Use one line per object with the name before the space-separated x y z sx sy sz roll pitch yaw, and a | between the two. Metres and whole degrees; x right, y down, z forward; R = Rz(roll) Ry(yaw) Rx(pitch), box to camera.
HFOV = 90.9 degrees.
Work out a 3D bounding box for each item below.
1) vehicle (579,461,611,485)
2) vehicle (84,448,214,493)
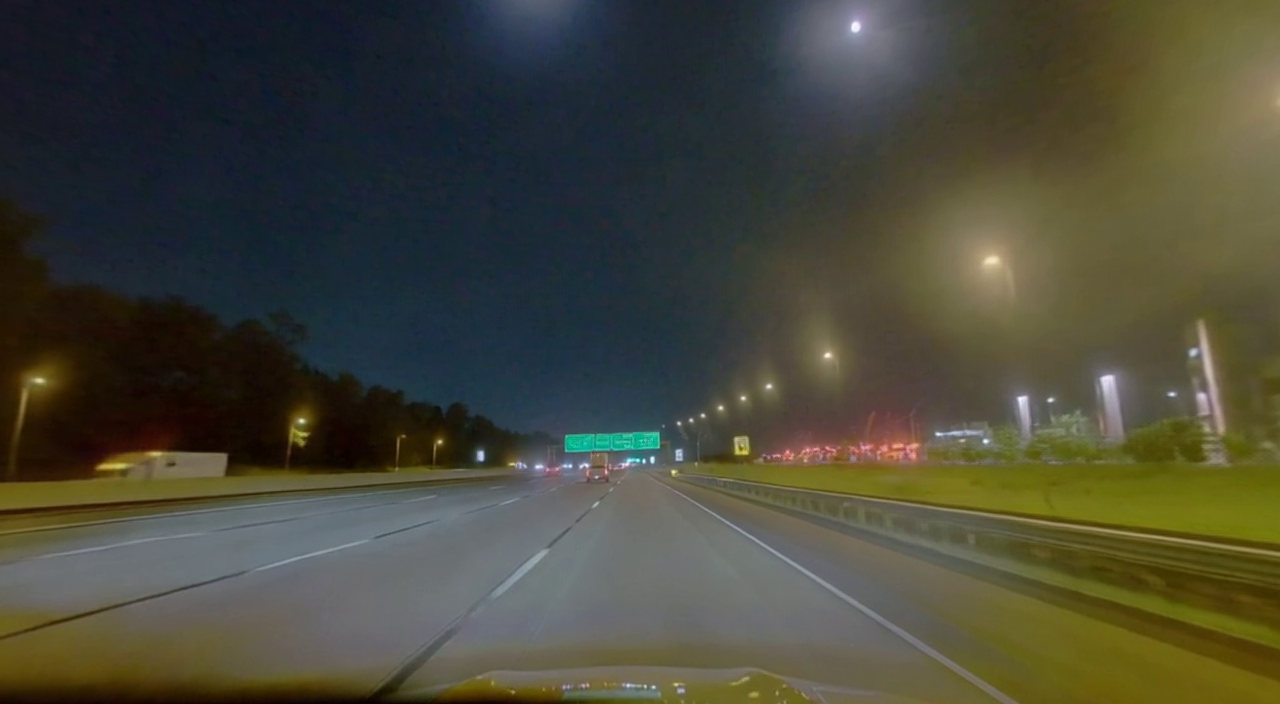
vehicle | -3.243 8.910 46.302 2.092 1.642 3.895 1 -10 -1
vehicle | -33.149 8.050 42.996 2.779 2.751 7.408 1 -10 0
